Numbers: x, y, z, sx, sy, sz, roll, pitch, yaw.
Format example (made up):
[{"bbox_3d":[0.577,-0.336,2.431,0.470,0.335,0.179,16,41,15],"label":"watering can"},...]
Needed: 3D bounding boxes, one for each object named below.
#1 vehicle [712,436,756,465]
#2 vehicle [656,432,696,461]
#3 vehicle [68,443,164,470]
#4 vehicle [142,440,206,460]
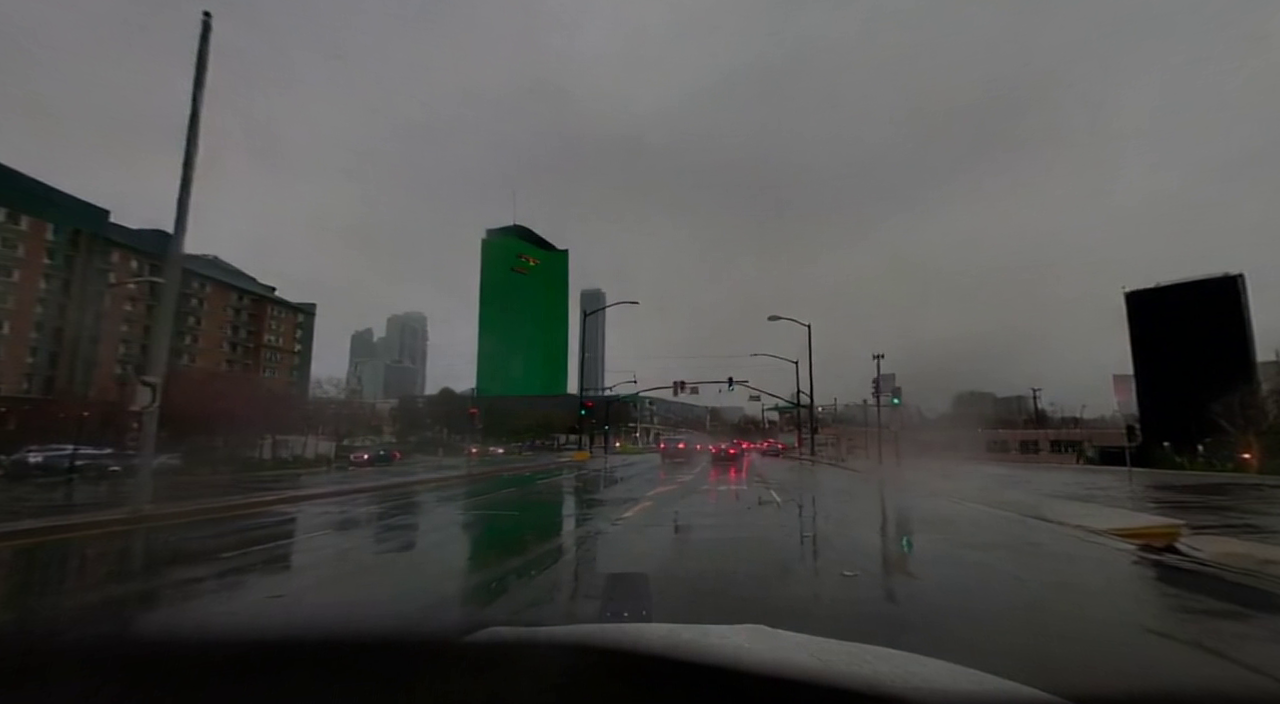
[{"bbox_3d":[5.002,5.317,34.093,2.041,1.444,4.710,-1,-8,4],"label":"vehicle"},{"bbox_3d":[2.310,5.901,39.331,2.031,1.692,4.284,-1,-8,9],"label":"vehicle"},{"bbox_3d":[-30.784,6.097,37.023,4.431,1.510,1.947,-2,-9,13],"label":"vehicle"},{"bbox_3d":[-35.615,7.487,48.220,3.833,1.487,1.764,-2,-9,13],"label":"vehicle"}]
